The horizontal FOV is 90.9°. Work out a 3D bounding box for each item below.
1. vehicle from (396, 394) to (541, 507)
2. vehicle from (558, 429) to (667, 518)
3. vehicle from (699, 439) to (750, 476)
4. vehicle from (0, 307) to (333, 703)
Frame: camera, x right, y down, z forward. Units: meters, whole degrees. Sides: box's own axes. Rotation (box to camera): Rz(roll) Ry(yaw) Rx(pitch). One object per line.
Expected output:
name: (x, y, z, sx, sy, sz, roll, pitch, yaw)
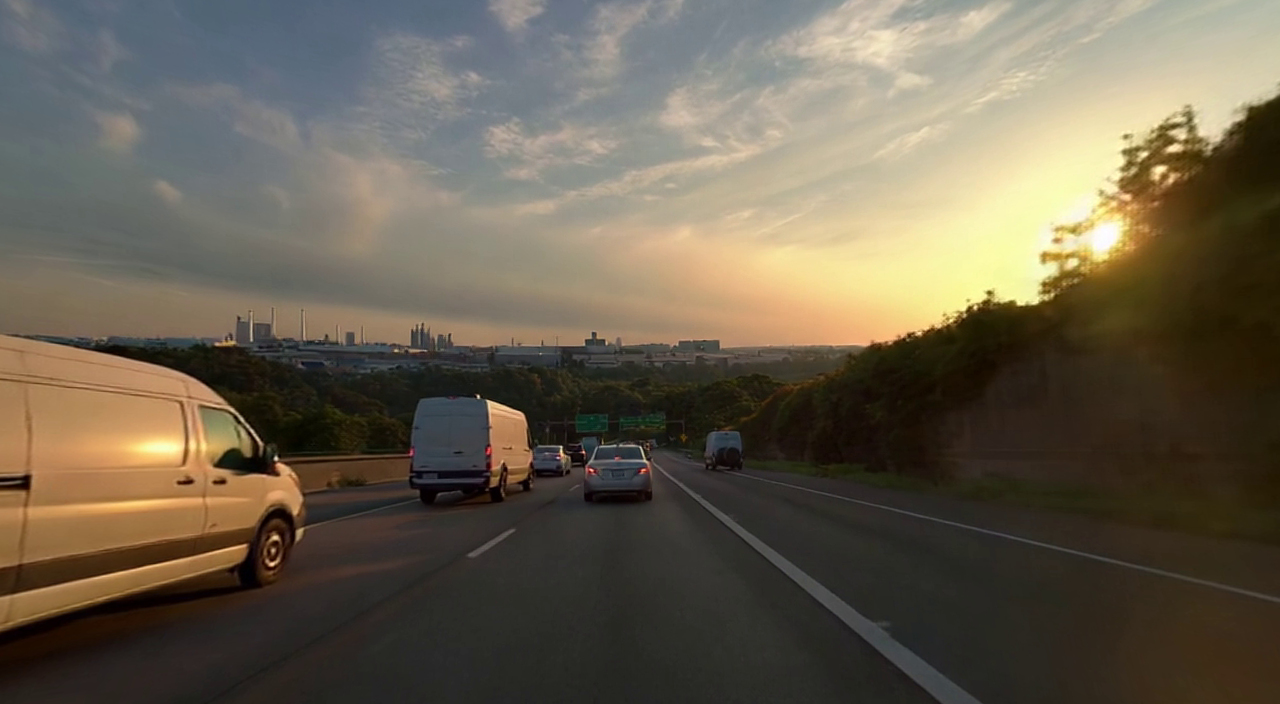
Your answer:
vehicle: (-4.561, 2.832, 18.245, 2.248, 2.626, 6.837, 0, -9, 0)
vehicle: (-0.519, 2.639, 14.096, 2.093, 1.695, 3.782, 0, -9, 0)
vehicle: (4.219, 5.353, 32.102, 2.003, 1.754, 4.134, 0, -9, -1)
vehicle: (-4.026, 0.843, 3.403, 2.253, 1.892, 4.823, 0, -9, 0)
